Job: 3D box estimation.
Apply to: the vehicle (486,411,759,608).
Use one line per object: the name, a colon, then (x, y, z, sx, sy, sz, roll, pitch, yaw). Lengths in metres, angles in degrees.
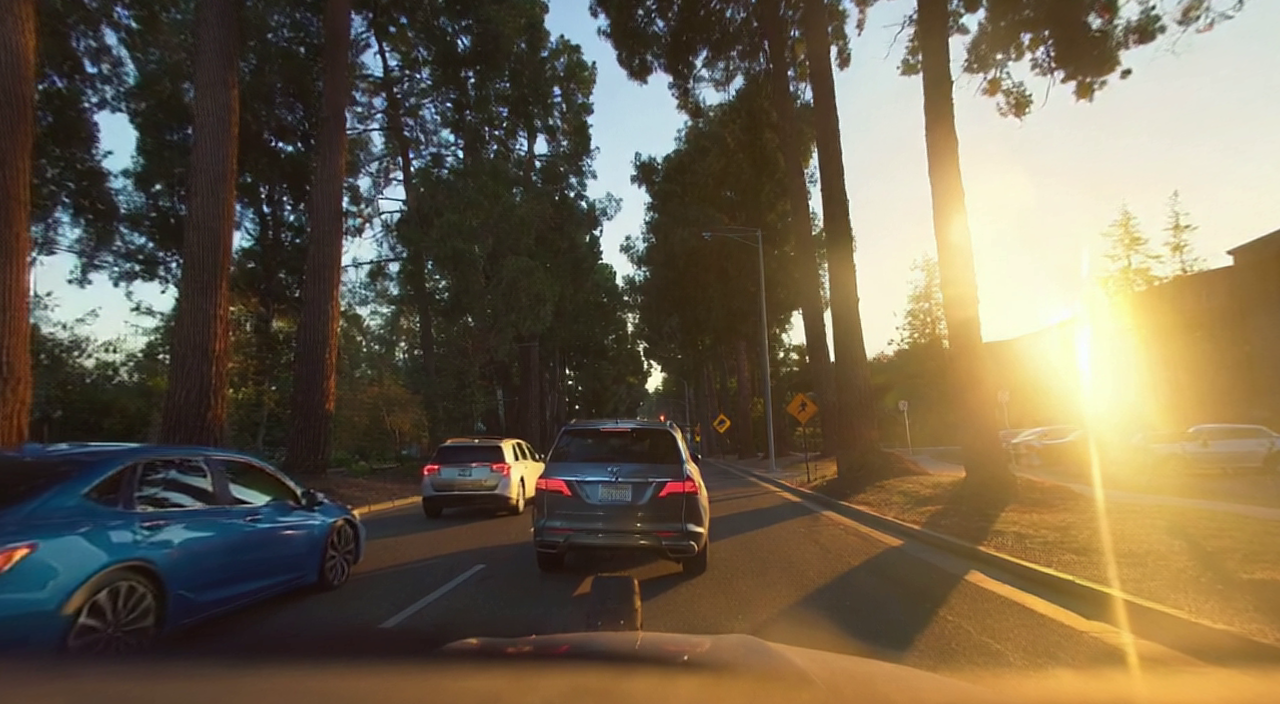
vehicle: (-0.085, 1.573, 7.179, 2.229, 1.591, 3.897, 0, -8, 2)

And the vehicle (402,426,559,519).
vehicle: (-3.337, 2.632, 14.399, 2.188, 1.745, 4.618, 0, -8, 3)

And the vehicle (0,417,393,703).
vehicle: (-3.644, 1.265, 4.392, 1.922, 1.464, 4.424, 0, -8, 2)

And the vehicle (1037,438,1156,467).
vehicle: (28.447, 6.247, 39.448, 5.955, 1.702, 2.166, 1, -8, -6)
